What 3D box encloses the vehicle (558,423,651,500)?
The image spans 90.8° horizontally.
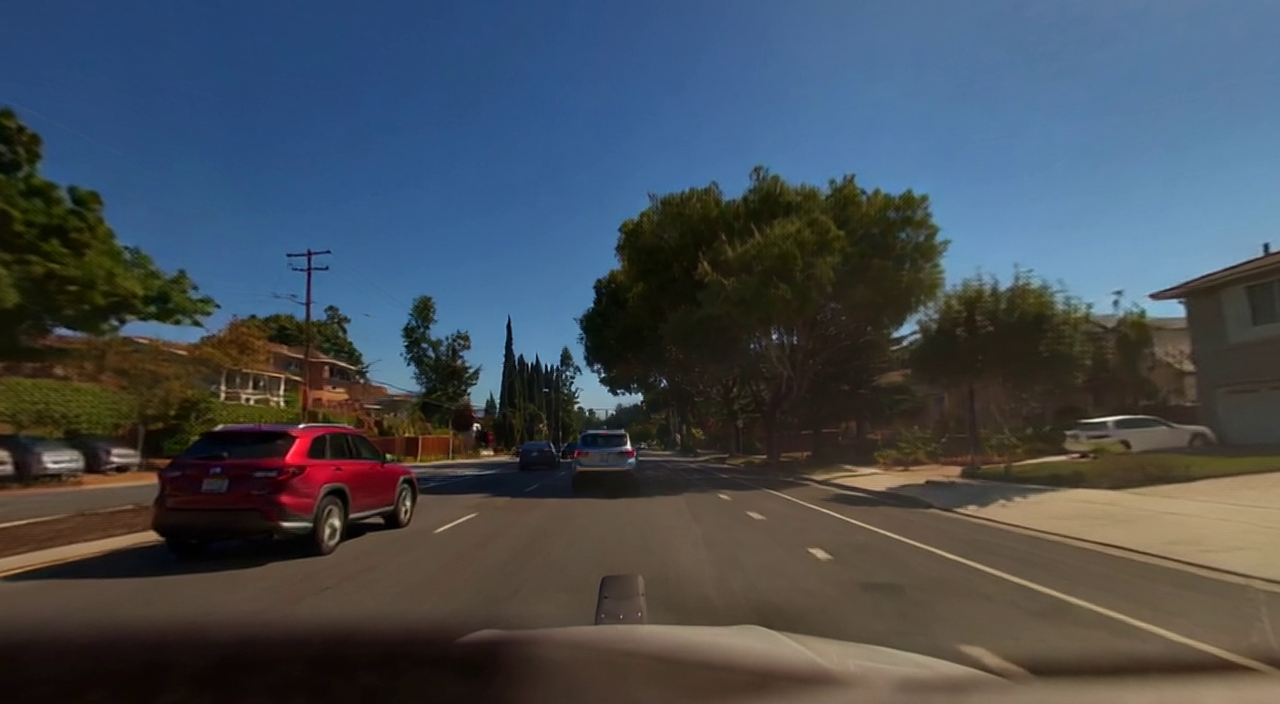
[{"bbox_3d":[-0.846,2.820,16.658,2.131,1.761,4.242,0,-8,-1],"label":"vehicle"}]

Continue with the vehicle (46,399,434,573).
[{"bbox_3d":[-4.763,1.676,8.684,2.243,1.722,4.621,0,-8,1],"label":"vehicle"}]

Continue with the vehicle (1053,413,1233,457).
[{"bbox_3d":[17.405,2.905,22.071,4.500,1.442,1.930,-1,-8,4],"label":"vehicle"}]

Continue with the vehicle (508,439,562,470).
[{"bbox_3d":[-5.376,5.307,32.977,2.014,1.493,4.658,0,-8,0],"label":"vehicle"}]
